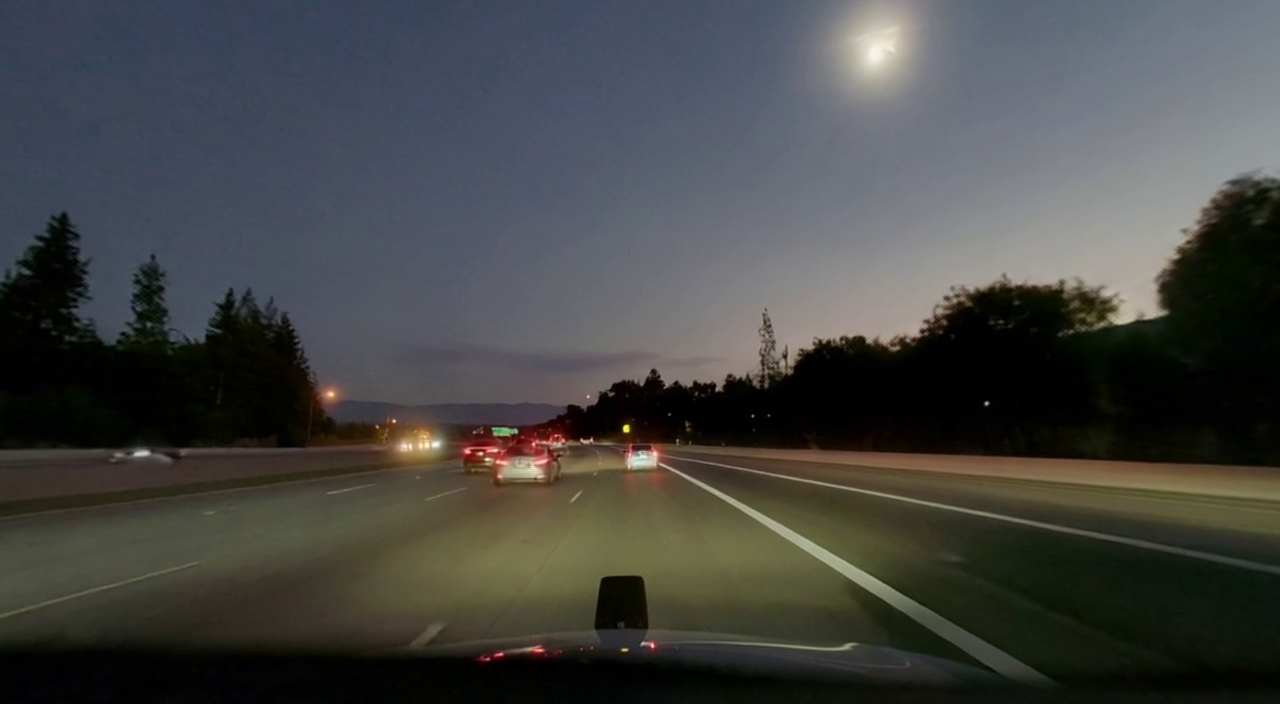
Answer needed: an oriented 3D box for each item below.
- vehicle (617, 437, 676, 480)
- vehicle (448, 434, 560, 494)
[{"bbox_3d":[0.157,3.991,23.801,2.051,1.444,3.927,0,-9,-2],"label":"vehicle"},{"bbox_3d":[-3.842,3.275,18.846,2.246,1.519,4.980,0,-9,0],"label":"vehicle"}]
